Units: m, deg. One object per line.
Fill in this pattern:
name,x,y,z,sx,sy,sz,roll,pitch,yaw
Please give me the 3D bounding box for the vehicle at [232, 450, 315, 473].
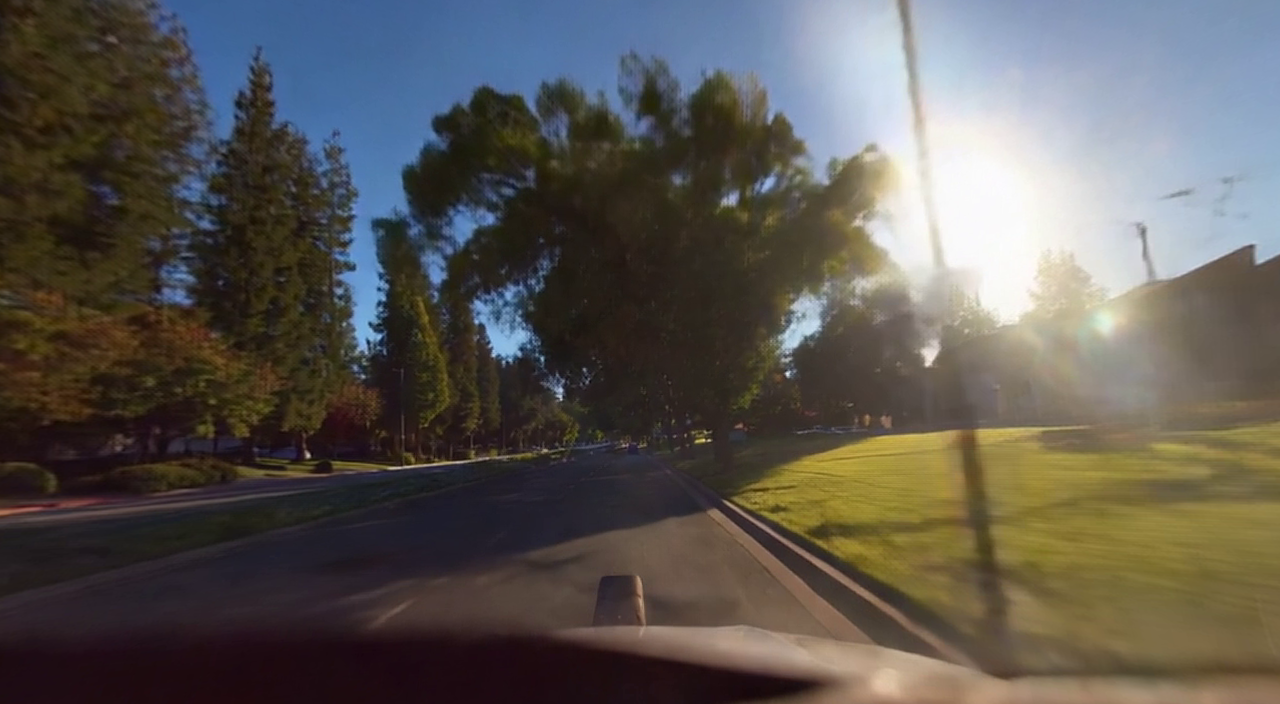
vehicle,-24.617,7.334,42.566,4.440,1.460,1.819,0,-8,0
